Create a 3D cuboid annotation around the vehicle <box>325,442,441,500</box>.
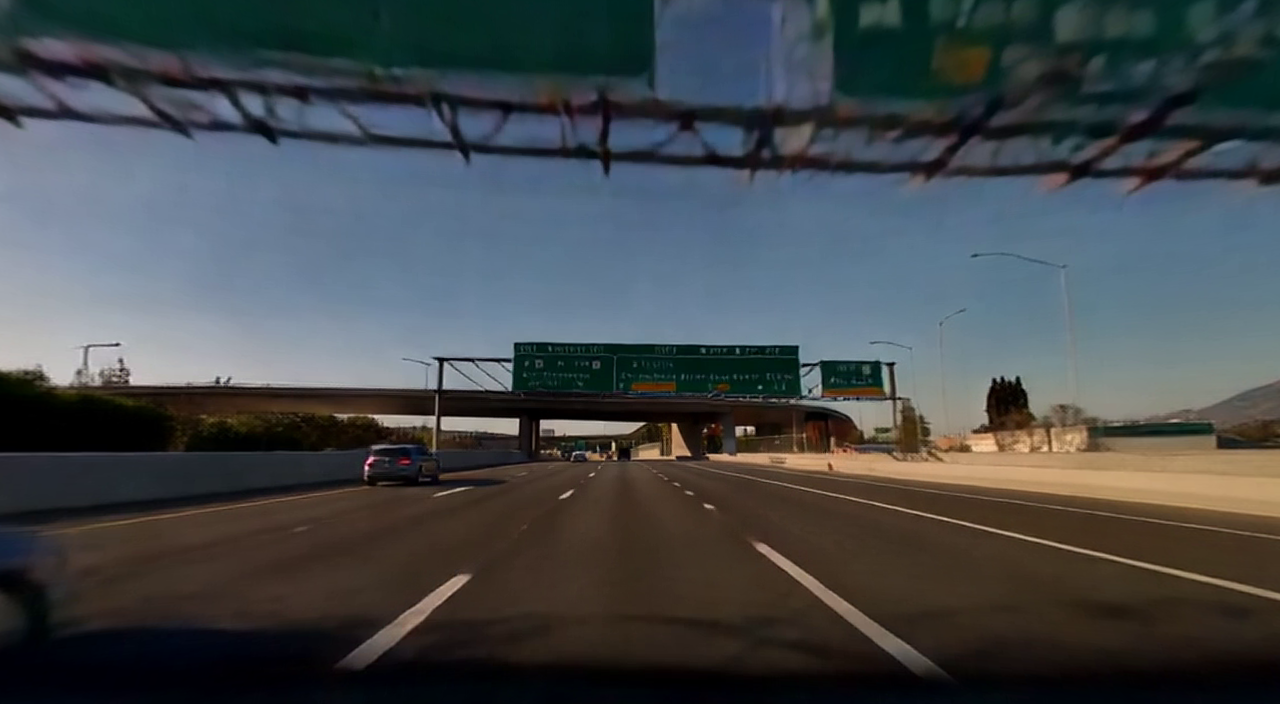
[{"bbox_3d":[-7.819,3.631,19.729,1.924,1.601,4.115,0,-9,-1],"label":"vehicle"}]
